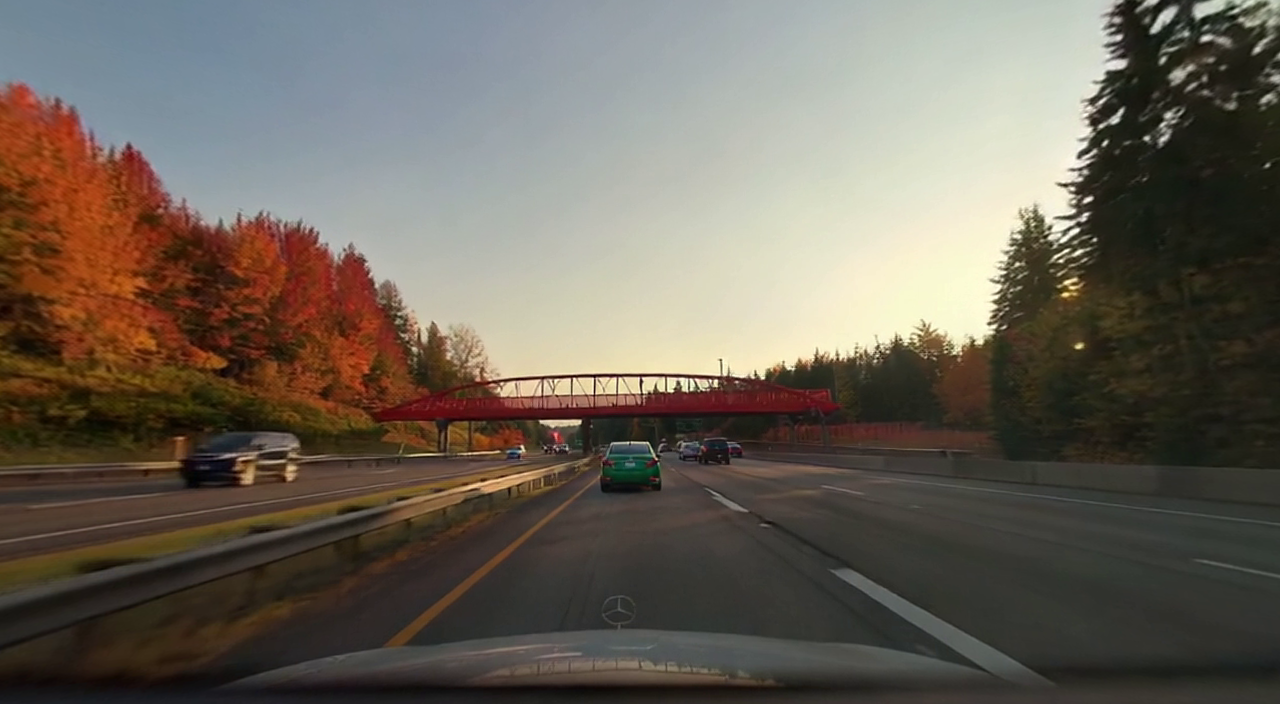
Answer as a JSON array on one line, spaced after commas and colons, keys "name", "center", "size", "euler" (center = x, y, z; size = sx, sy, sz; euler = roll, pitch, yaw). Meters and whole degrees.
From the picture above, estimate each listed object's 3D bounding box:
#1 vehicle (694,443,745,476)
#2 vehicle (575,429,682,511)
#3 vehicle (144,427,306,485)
[{"name": "vehicle", "center": [3.913, 5.334, 31.296], "size": [1.894, 1.487, 3.751], "euler": [0, -9, -2]}, {"name": "vehicle", "center": [-0.260, 2.802, 15.323], "size": [2.259, 1.699, 4.015], "euler": [0, -9, 0]}, {"name": "vehicle", "center": [-13.142, 3.347, 20.308], "size": [2.058, 1.624, 4.697], "euler": [0, -9, 0]}]
